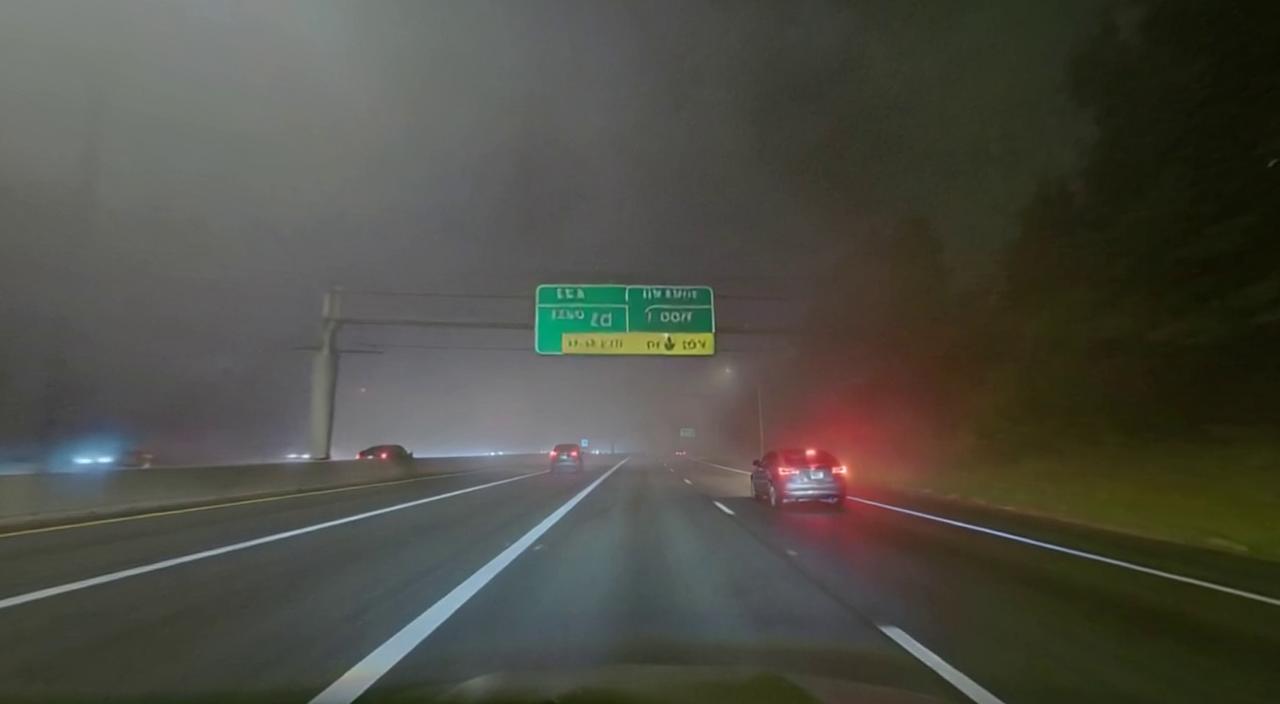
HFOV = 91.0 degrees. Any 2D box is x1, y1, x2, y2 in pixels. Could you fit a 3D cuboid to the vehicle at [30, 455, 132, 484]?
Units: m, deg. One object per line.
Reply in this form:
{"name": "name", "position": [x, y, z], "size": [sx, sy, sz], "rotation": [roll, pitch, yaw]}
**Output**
{"name": "vehicle", "position": [-32.337, 6.780, 36.626], "size": [1.818, 1.503, 4.333], "rotation": [0, -9, 2]}

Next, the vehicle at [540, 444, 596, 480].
{"name": "vehicle", "position": [-3.317, 5.157, 29.818], "size": [2.072, 1.545, 4.687], "rotation": [0, -9, 0]}

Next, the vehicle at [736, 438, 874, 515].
{"name": "vehicle", "position": [3.702, 2.874, 15.034], "size": [2.079, 1.535, 4.316], "rotation": [0, -9, 0]}

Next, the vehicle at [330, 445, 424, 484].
{"name": "vehicle", "position": [-11.208, 4.799, 27.249], "size": [1.919, 1.497, 4.765], "rotation": [0, -9, 1]}
